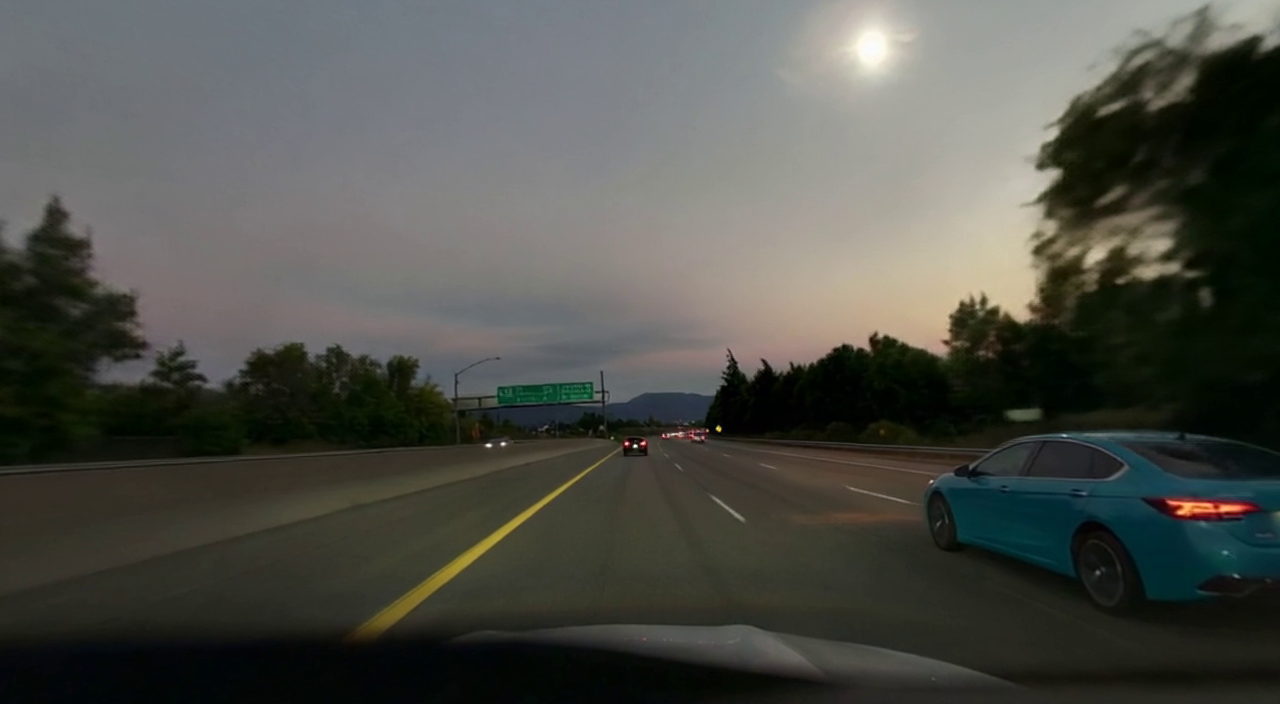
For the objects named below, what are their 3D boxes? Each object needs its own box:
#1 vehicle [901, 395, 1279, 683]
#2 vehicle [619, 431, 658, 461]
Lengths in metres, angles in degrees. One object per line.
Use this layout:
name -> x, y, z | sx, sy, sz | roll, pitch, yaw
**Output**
vehicle -> 4.192, 1.240, 5.237 | 1.981, 1.467, 4.459 | 0, -8, -2
vehicle -> -0.106, 5.115, 34.419 | 2.046, 1.526, 3.903 | 0, -8, -1
